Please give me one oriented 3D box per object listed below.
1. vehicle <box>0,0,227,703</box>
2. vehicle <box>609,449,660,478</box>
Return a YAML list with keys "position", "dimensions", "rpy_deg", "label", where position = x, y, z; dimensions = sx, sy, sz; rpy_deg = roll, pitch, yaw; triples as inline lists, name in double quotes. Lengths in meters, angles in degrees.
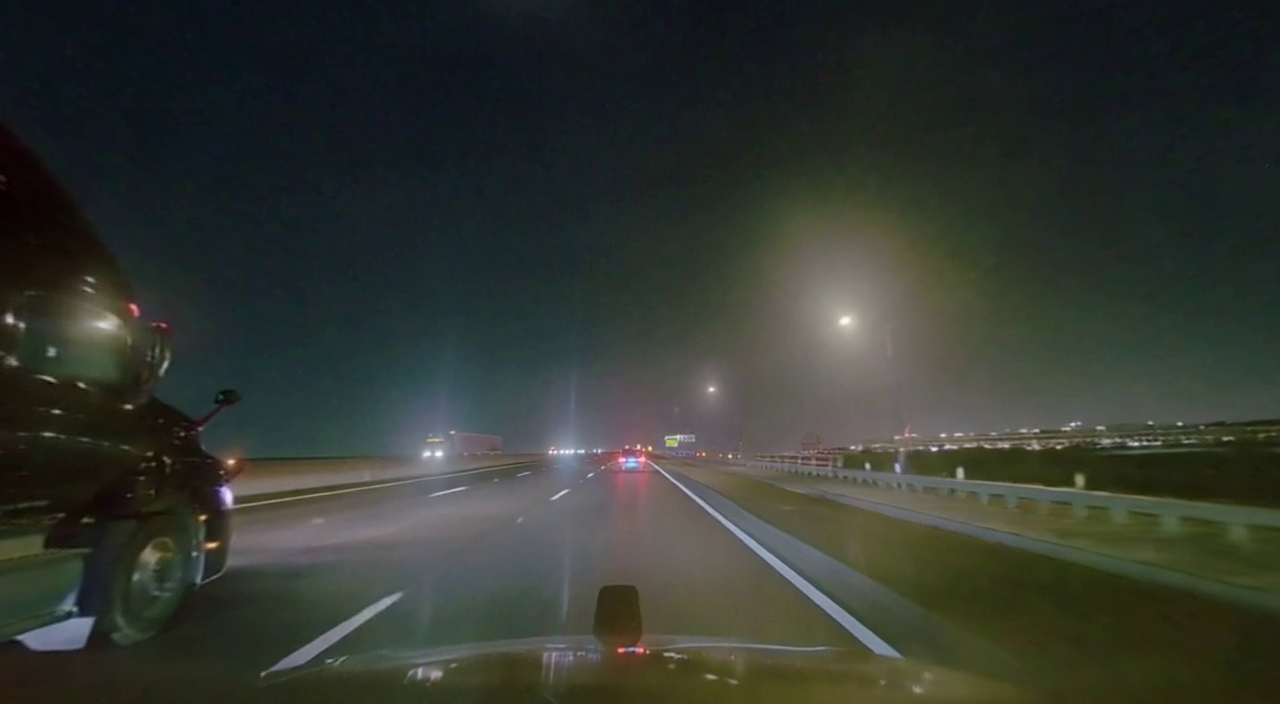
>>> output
- position: [-4.160, -0.095, 2.583]
  dimensions: [3.036, 3.291, 2.419]
  rpy_deg: [0, -9, -2]
  label: "vehicle"
- position: [-0.324, 5.692, 32.315]
  dimensions: [2.398, 1.336, 5.698]
  rpy_deg: [0, -9, -1]
  label: "vehicle"
